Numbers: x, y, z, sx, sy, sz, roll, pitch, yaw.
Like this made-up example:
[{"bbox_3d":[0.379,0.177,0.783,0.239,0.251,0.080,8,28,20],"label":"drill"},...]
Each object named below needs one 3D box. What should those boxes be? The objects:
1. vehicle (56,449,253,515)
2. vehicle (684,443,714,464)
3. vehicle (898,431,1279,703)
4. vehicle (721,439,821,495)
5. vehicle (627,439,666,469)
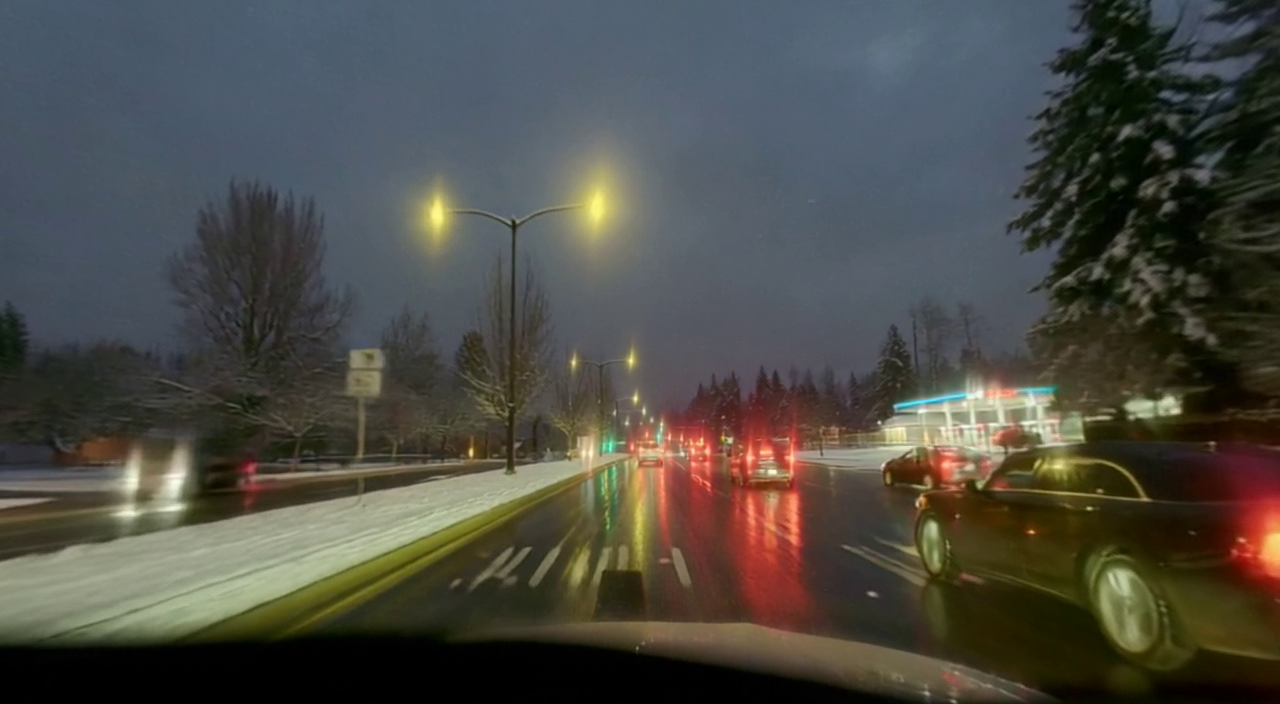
[{"bbox_3d":[-13.304,3.529,17.659,1.937,1.501,4.520,-2,-9,0],"label":"vehicle"},{"bbox_3d":[4.615,8.014,49.771,1.980,1.515,4.362,0,-9,0],"label":"vehicle"},{"bbox_3d":[3.961,1.386,4.955,1.944,1.404,4.597,0,-9,1],"label":"vehicle"},{"bbox_3d":[3.924,3.528,19.731,2.119,1.509,4.756,0,-9,0],"label":"vehicle"},{"bbox_3d":[0.396,6.093,37.576,2.172,1.694,4.055,0,-9,0],"label":"vehicle"}]
